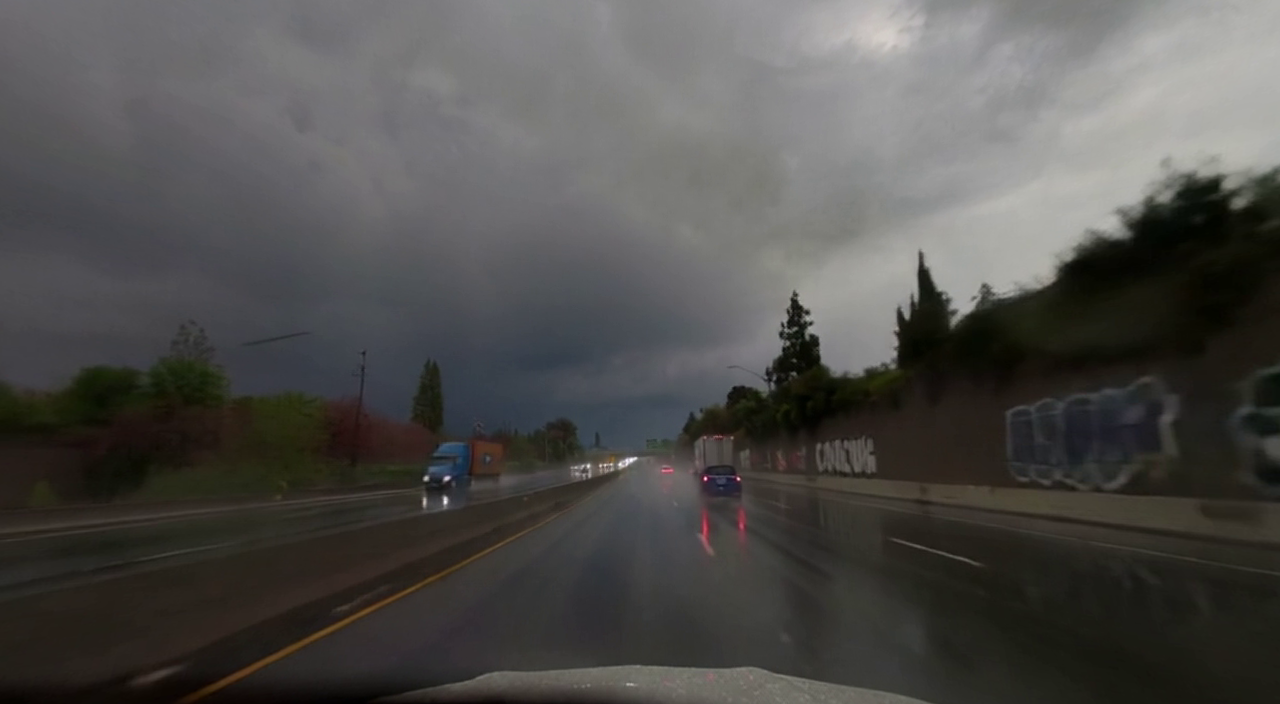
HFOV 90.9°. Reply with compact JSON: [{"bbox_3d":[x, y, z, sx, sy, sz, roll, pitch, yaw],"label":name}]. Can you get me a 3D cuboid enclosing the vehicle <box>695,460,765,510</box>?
[{"bbox_3d":[3.140,4.730,22.725,2.011,1.574,3.512,2,-10,0],"label":"vehicle"}]
